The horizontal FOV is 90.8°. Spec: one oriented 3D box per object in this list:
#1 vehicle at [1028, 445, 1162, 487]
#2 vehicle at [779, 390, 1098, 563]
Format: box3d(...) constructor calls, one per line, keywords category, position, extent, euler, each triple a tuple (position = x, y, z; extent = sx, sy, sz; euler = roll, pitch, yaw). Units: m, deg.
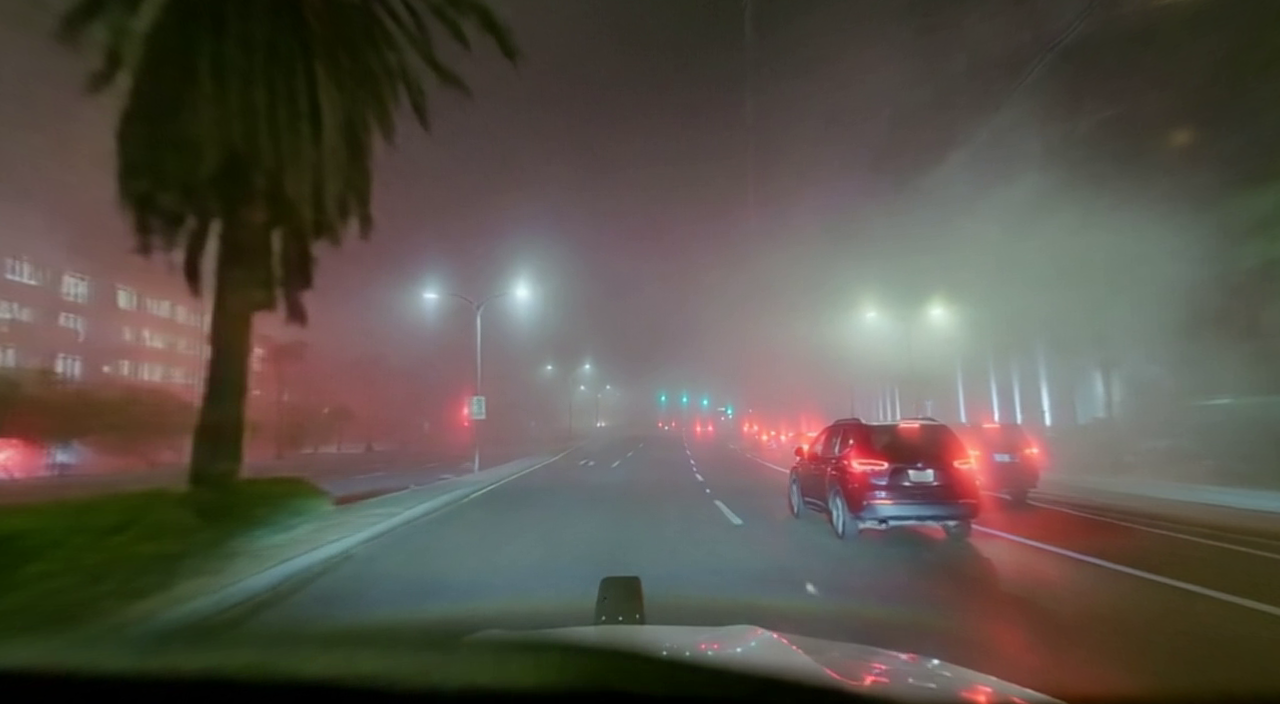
box3d(category="vehicle", position=(17.355, 4.364, 24.430), extent=(1.869, 1.438, 4.366), euler=(0, -9, -1))
box3d(category="vehicle", position=(3.659, 1.680, 9.057), extent=(2.219, 1.795, 4.718), euler=(0, -9, 0))
